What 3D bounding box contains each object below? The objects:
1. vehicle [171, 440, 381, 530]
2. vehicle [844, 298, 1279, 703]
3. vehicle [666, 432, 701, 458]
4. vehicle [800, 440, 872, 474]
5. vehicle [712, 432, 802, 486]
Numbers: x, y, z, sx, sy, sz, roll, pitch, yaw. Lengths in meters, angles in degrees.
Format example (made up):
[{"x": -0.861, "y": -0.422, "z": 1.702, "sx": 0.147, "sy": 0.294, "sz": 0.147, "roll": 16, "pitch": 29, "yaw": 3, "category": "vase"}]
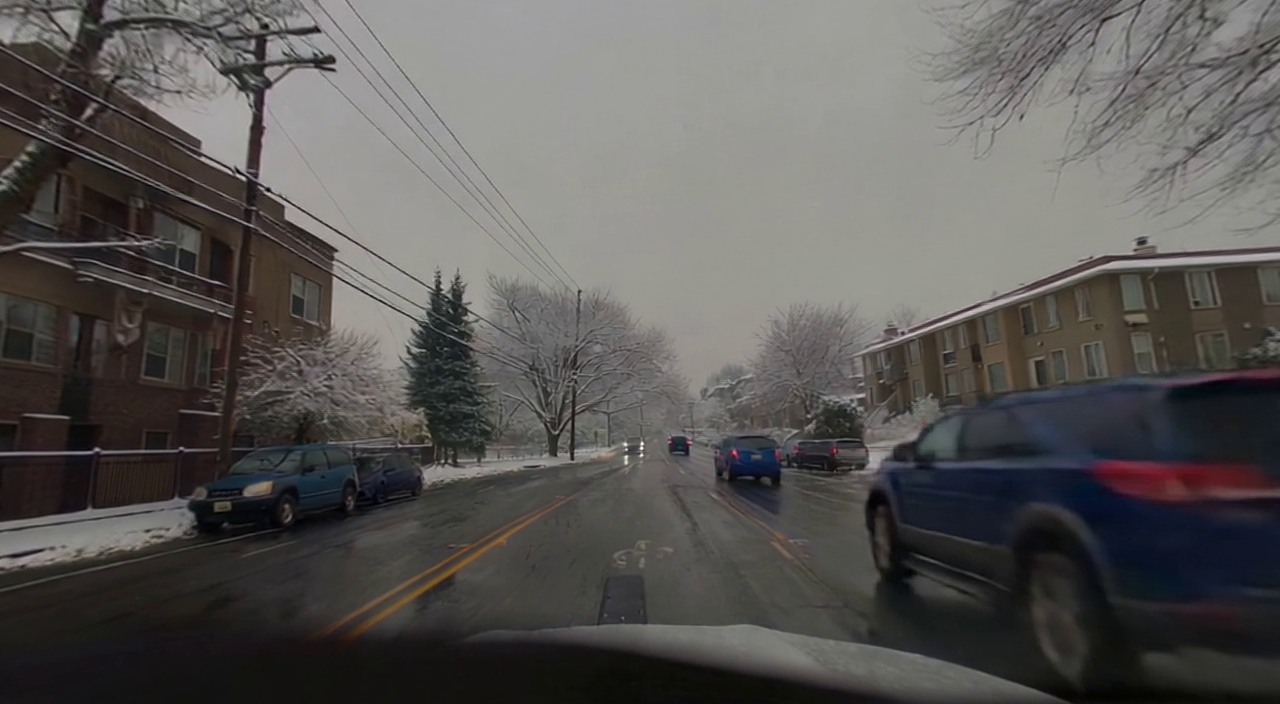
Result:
[{"x": -8.564, "y": 3.112, "z": 15.447, "sx": 2.381, "sy": 1.825, "sz": 4.652, "roll": 0, "pitch": -8, "yaw": -1, "category": "vehicle"}, {"x": 3.581, "y": 1.051, "z": 4.766, "sx": 2.368, "sy": 1.840, "sz": 4.896, "roll": 0, "pitch": -8, "yaw": 0, "category": "vehicle"}, {"x": 3.111, "y": 6.783, "z": 45.653, "sx": 2.046, "sy": 1.784, "sz": 4.687, "roll": 0, "pitch": -8, "yaw": -1, "category": "vehicle"}, {"x": 9.278, "y": 5.005, "z": 30.122, "sx": 1.935, "sy": 1.478, "sz": 4.711, "roll": 0, "pitch": -8, "yaw": 0, "category": "vehicle"}, {"x": 3.669, "y": 3.453, "z": 20.575, "sx": 2.028, "sy": 1.552, "sz": 4.370, "roll": 0, "pitch": -8, "yaw": -1, "category": "vehicle"}]
